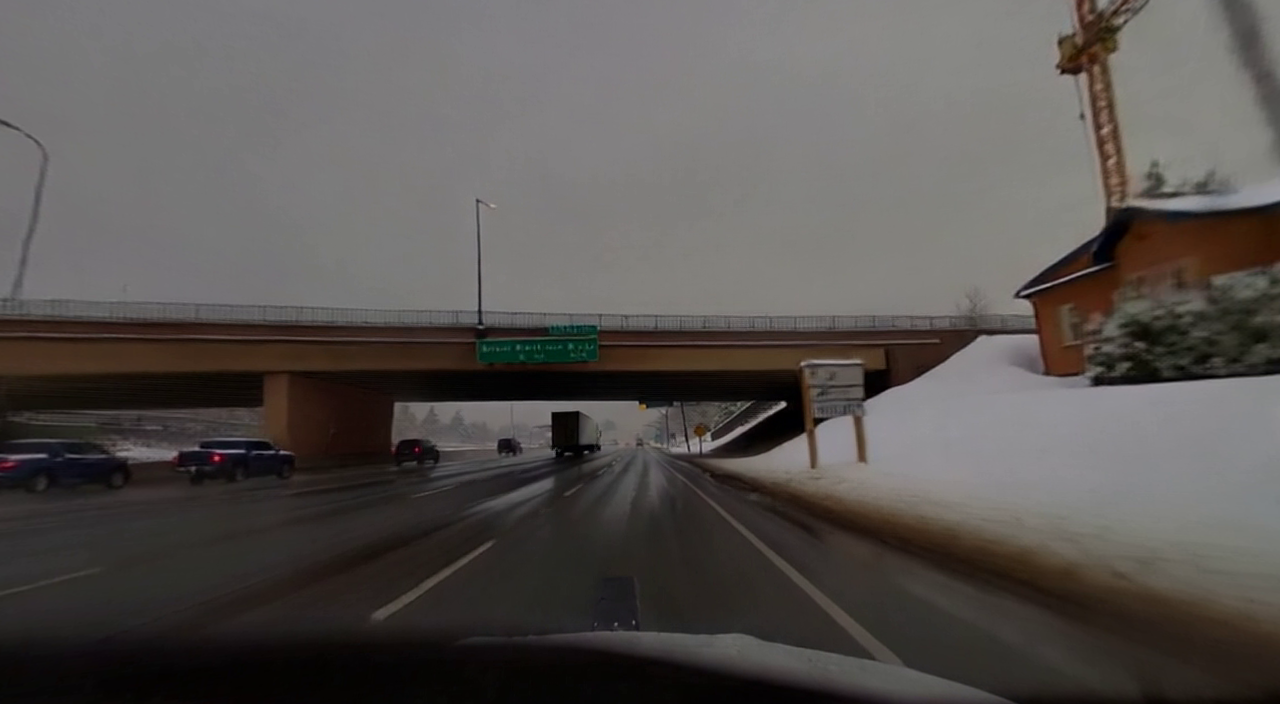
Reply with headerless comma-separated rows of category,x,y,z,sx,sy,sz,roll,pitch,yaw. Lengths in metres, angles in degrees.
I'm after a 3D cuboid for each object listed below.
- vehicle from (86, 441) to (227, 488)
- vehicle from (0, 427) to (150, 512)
vehicle,-17.971,4.179,23.808,1.866,1.609,4.315,0,-9,0
vehicle,-14.411,2.718,14.896,1.898,1.763,4.644,0,-9,1
